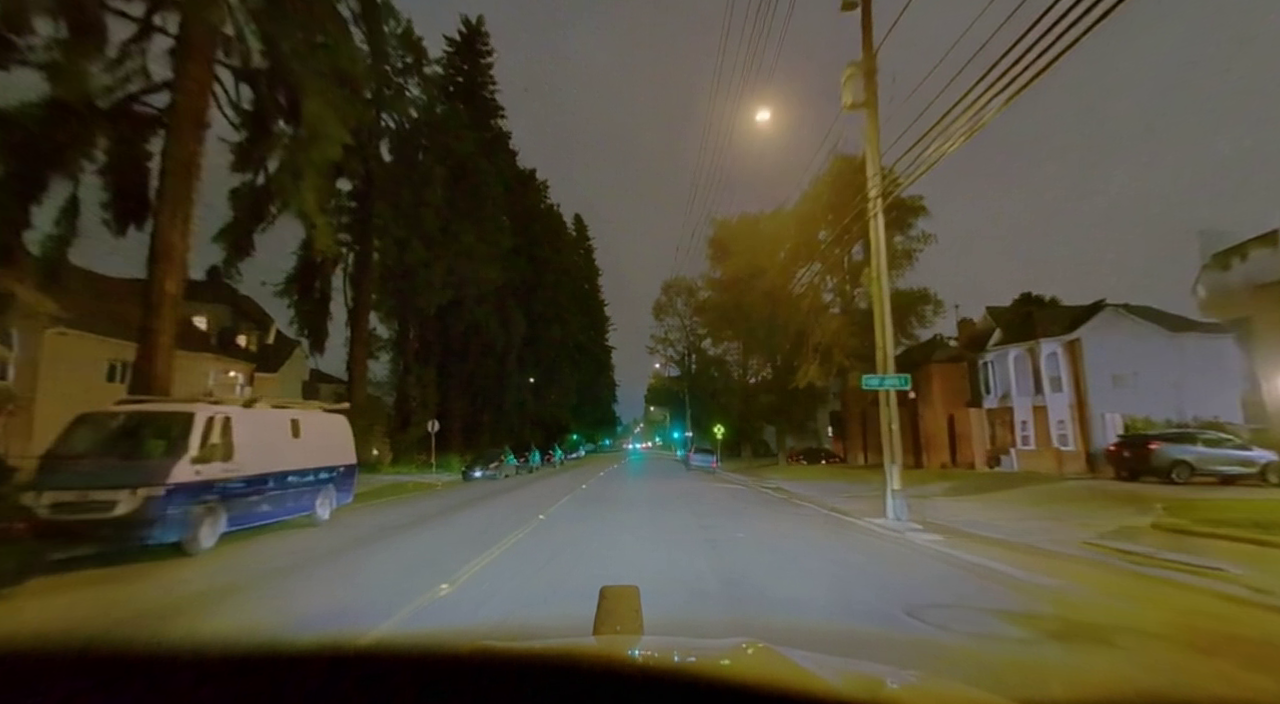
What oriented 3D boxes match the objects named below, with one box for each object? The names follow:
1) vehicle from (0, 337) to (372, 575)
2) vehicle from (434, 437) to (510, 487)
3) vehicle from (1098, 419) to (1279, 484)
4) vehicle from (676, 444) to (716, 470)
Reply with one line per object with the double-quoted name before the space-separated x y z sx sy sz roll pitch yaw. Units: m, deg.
"vehicle" -6.774 1.640 10.162 2.439 2.724 5.647 -1 -10 -1
"vehicle" -6.757 4.455 25.906 1.963 1.820 4.297 0 -8 -1
"vehicle" 16.078 2.860 18.133 4.275 1.645 1.874 -2 -10 1
"vehicle" 3.337 6.321 38.182 1.869 1.453 4.237 0 -8 -2
